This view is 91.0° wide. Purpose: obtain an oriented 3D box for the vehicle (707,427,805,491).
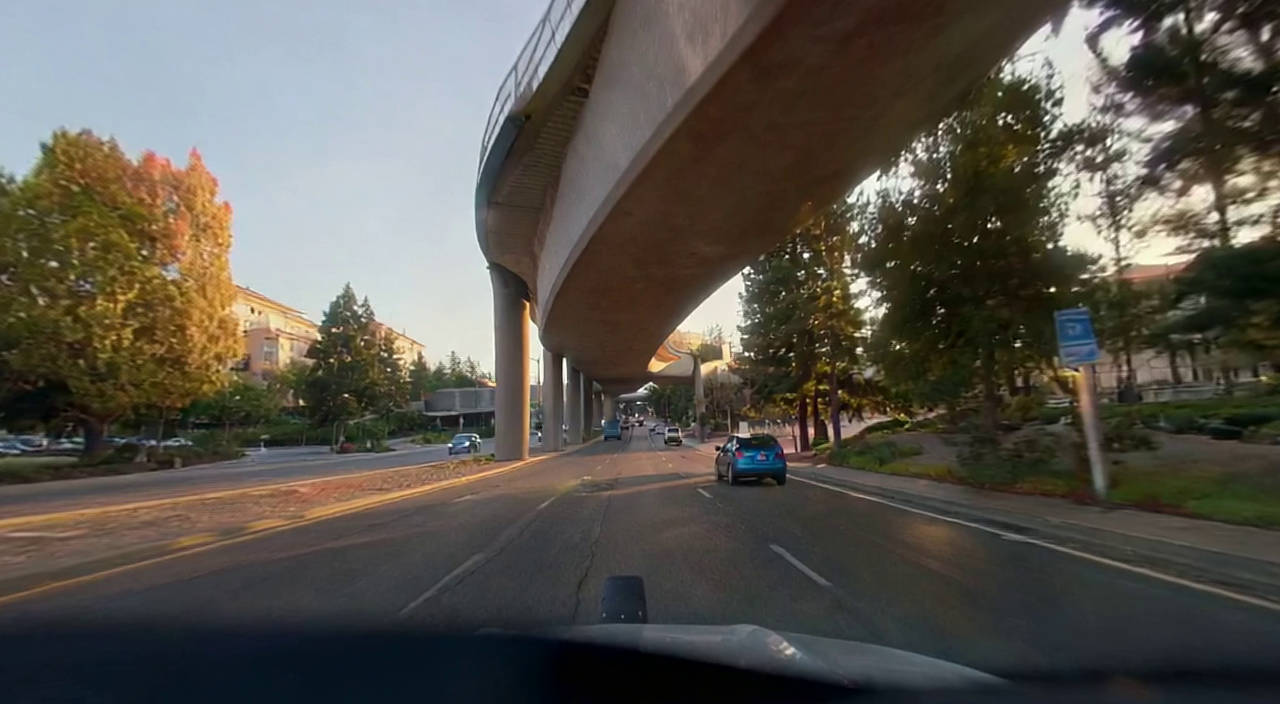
[{"bbox_3d":[3.400,3.249,19.357,2.110,1.712,4.489,0,-9,0],"label":"vehicle"}]
